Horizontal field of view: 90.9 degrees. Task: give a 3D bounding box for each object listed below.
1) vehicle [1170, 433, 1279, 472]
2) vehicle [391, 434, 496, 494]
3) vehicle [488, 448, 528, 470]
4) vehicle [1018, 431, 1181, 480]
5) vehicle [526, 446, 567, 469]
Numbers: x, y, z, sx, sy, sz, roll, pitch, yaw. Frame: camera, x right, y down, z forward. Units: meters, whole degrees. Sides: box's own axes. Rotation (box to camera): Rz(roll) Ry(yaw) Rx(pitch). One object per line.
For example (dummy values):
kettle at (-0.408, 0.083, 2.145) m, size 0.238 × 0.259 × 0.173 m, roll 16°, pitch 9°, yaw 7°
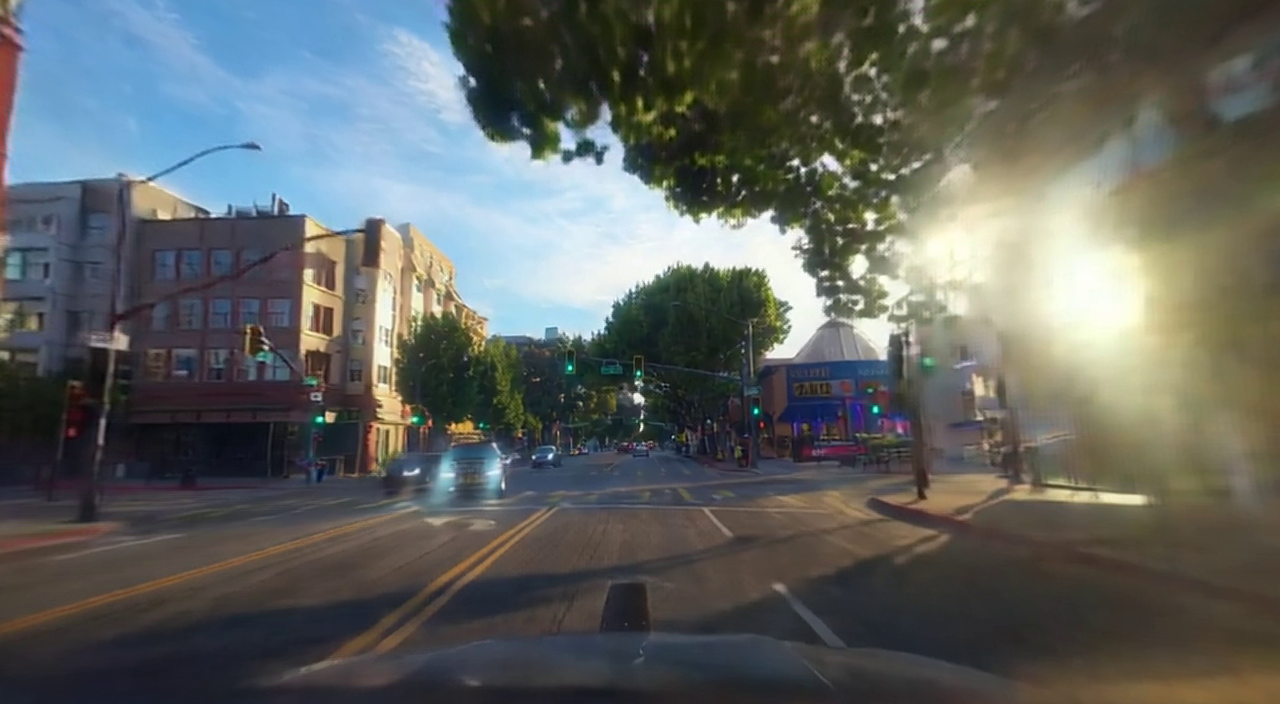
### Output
vehicle at (24.873, 4.098, 25.795) m, size 4.503 × 1.472 × 2.032 m, roll 0°, pitch -9°, yaw -1°
vehicle at (-6.292, 3.626, 20.784) m, size 2.041 × 1.756 × 4.392 m, roll 0°, pitch -8°, yaw 0°
vehicle at (-9.783, 7.959, 46.905) m, size 1.919 × 1.518 × 4.360 m, roll 0°, pitch -8°, yaw 2°
vehicle at (16.573, 3.758, 22.922) m, size 4.299 × 1.679 × 2.011 m, roll 0°, pitch -9°, yaw 0°
vehicle at (-6.199, 7.005, 42.076) m, size 2.007 × 1.478 × 4.328 m, roll 0°, pitch -8°, yaw 1°
